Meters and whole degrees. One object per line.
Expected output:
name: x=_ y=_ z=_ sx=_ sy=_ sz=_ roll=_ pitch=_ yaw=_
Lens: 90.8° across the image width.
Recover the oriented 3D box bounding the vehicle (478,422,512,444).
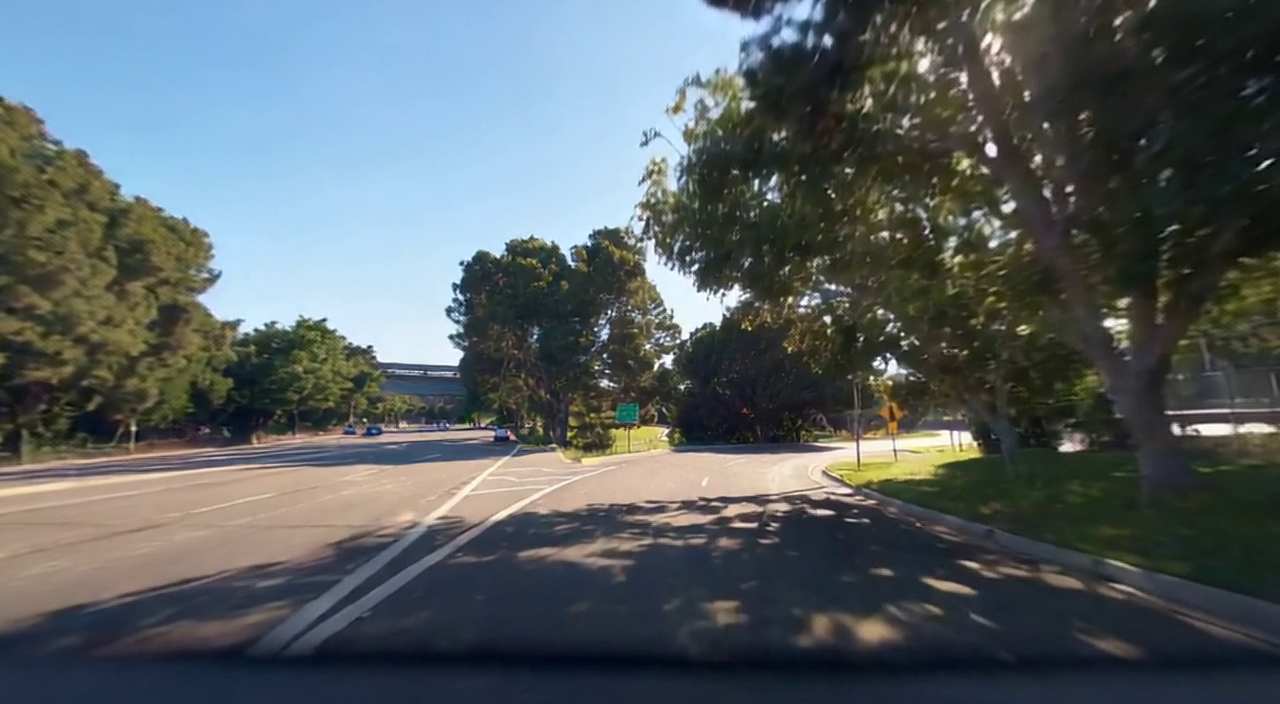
vehicle: x=-10.457 y=5.927 z=45.867 sx=2.108 sy=1.472 sz=4.099 roll=2 pitch=-8 yaw=-9
